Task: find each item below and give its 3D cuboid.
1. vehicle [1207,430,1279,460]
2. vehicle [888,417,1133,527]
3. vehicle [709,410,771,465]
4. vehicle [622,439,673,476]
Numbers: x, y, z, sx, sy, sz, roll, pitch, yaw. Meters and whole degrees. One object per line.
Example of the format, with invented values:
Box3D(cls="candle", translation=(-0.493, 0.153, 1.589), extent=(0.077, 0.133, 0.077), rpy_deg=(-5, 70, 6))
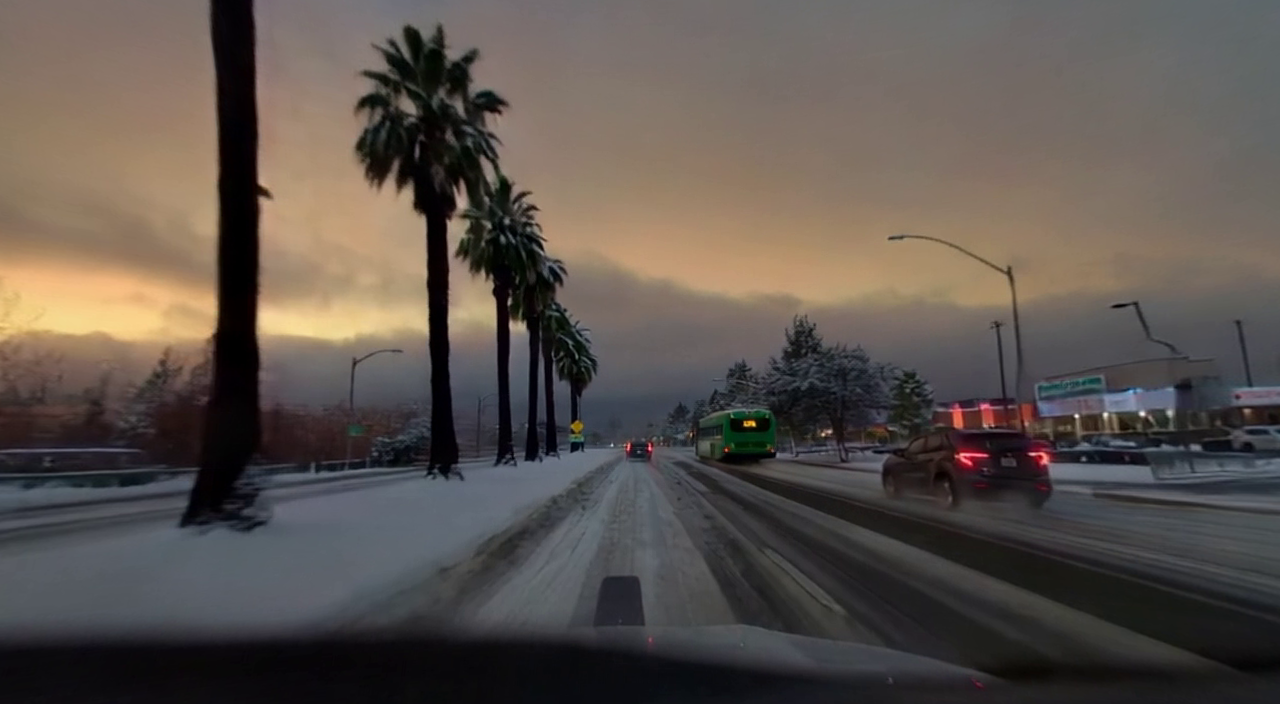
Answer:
Box3D(cls="vehicle", translation=(35.584, 5.310, 36.075), extent=(1.908, 1.637, 4.765), rpy_deg=(-2, -9, 0))
Box3D(cls="vehicle", translation=(6.506, 2.151, 11.814), extent=(2.031, 1.670, 4.154), rpy_deg=(0, -9, 0))
Box3D(cls="vehicle", translation=(6.766, 6.059, 44.244), extent=(2.795, 3.383, 9.287), rpy_deg=(0, -9, 0))
Box3D(cls="vehicle", translation=(0.285, 4.609, 27.692), extent=(2.065, 1.477, 4.306), rpy_deg=(0, -9, 0))
